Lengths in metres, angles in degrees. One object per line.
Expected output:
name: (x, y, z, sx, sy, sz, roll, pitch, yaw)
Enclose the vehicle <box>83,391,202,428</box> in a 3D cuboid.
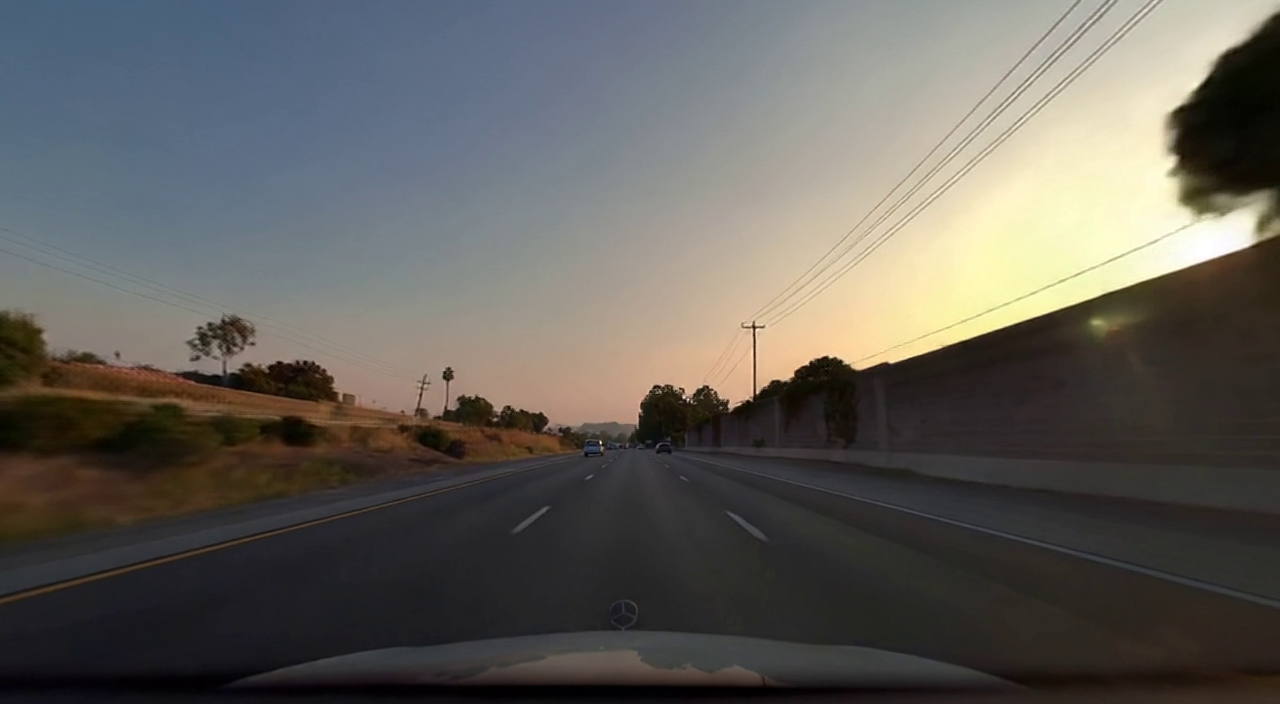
vehicle: (-24.944, 2.955, 31.953, 2.013, 1.582, 4.900, 0, -8, 0)
